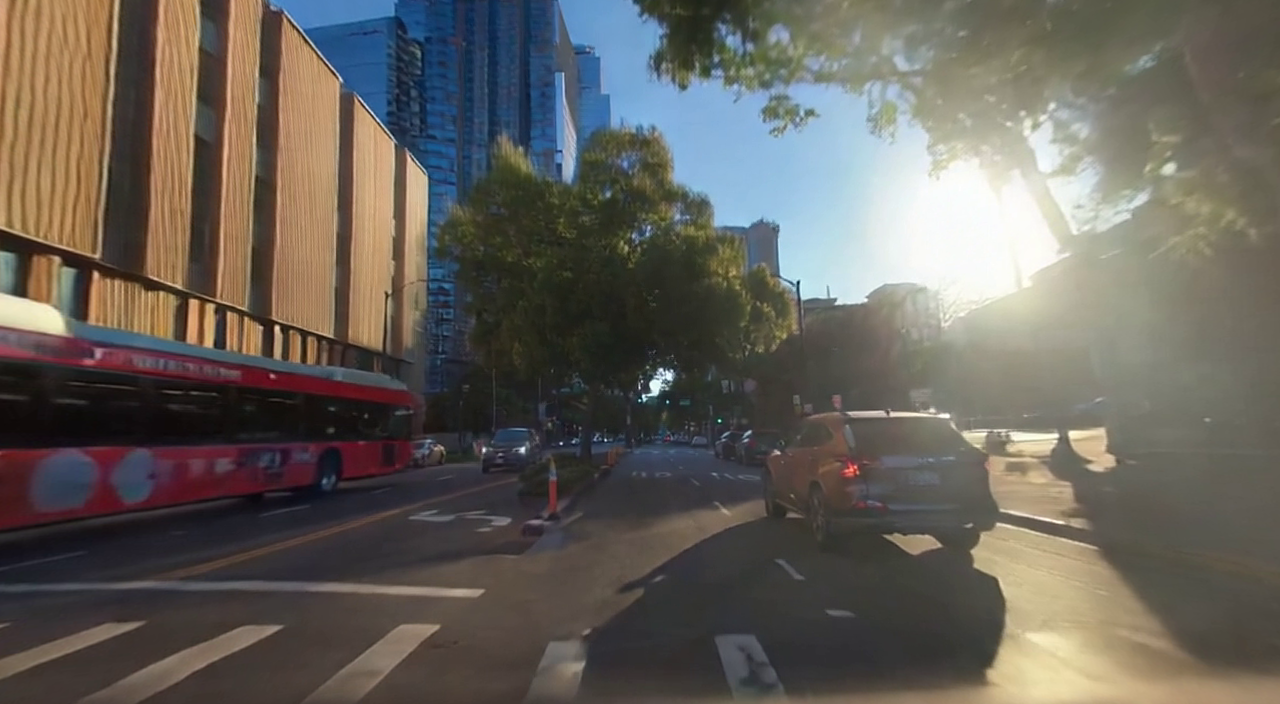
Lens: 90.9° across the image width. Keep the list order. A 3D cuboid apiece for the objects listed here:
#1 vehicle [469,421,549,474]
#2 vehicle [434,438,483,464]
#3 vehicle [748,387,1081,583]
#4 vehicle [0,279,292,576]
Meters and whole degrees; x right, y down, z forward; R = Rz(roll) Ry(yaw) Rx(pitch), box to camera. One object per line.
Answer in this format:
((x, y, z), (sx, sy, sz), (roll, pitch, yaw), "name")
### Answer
((-5.031, 3.770, 25.002), (2.030, 1.881, 4.994), (0, -8, 1), "vehicle")
((-11.791, 6.458, 41.300), (1.937, 1.642, 4.591), (0, -8, -2), "vehicle")
((3.066, 1.648, 8.741), (2.118, 1.848, 5.426), (0, -8, -1), "vehicle")
((-8.973, 0.946, 7.796), (3.318, 3.359, 10.406), (0, -8, 1), "vehicle")
